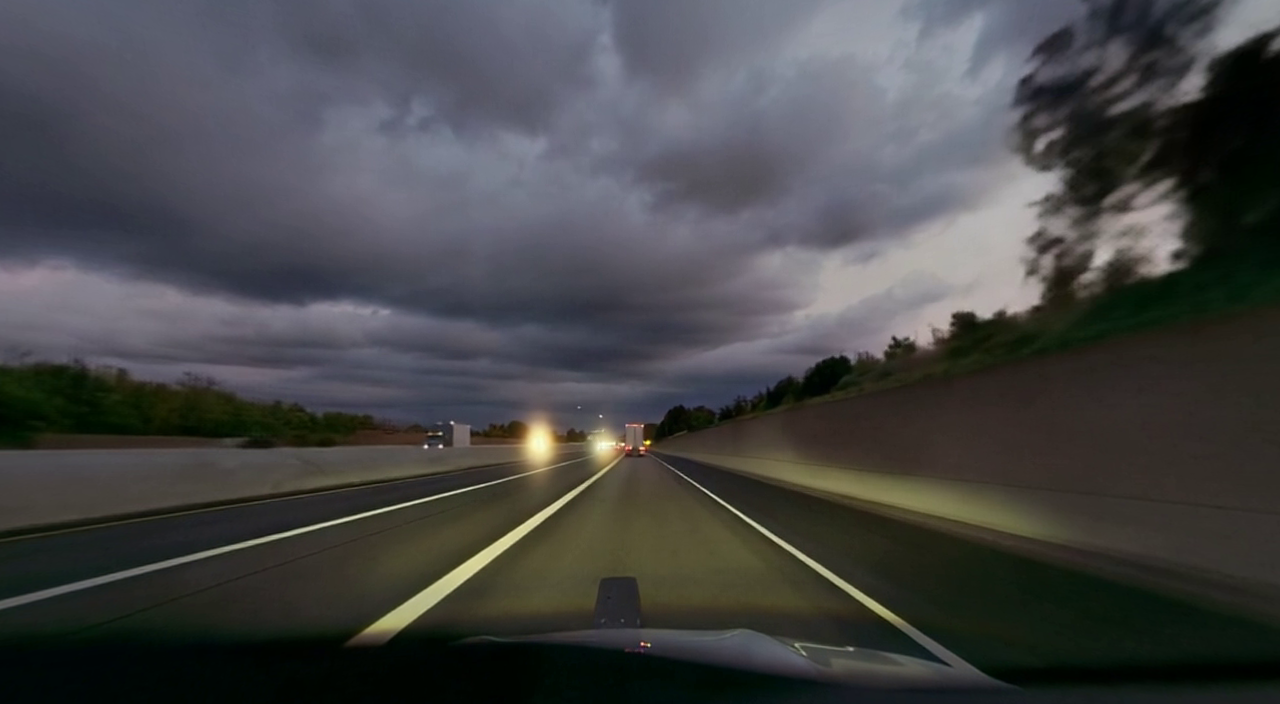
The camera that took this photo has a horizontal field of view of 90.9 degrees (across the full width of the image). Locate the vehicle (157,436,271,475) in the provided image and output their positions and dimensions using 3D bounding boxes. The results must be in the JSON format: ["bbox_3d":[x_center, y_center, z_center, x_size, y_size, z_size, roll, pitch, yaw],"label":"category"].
[{"bbox_3d":[-19.299,4.706,28.845,1.957,1.627,4.639,0,-9,0],"label":"vehicle"}]
